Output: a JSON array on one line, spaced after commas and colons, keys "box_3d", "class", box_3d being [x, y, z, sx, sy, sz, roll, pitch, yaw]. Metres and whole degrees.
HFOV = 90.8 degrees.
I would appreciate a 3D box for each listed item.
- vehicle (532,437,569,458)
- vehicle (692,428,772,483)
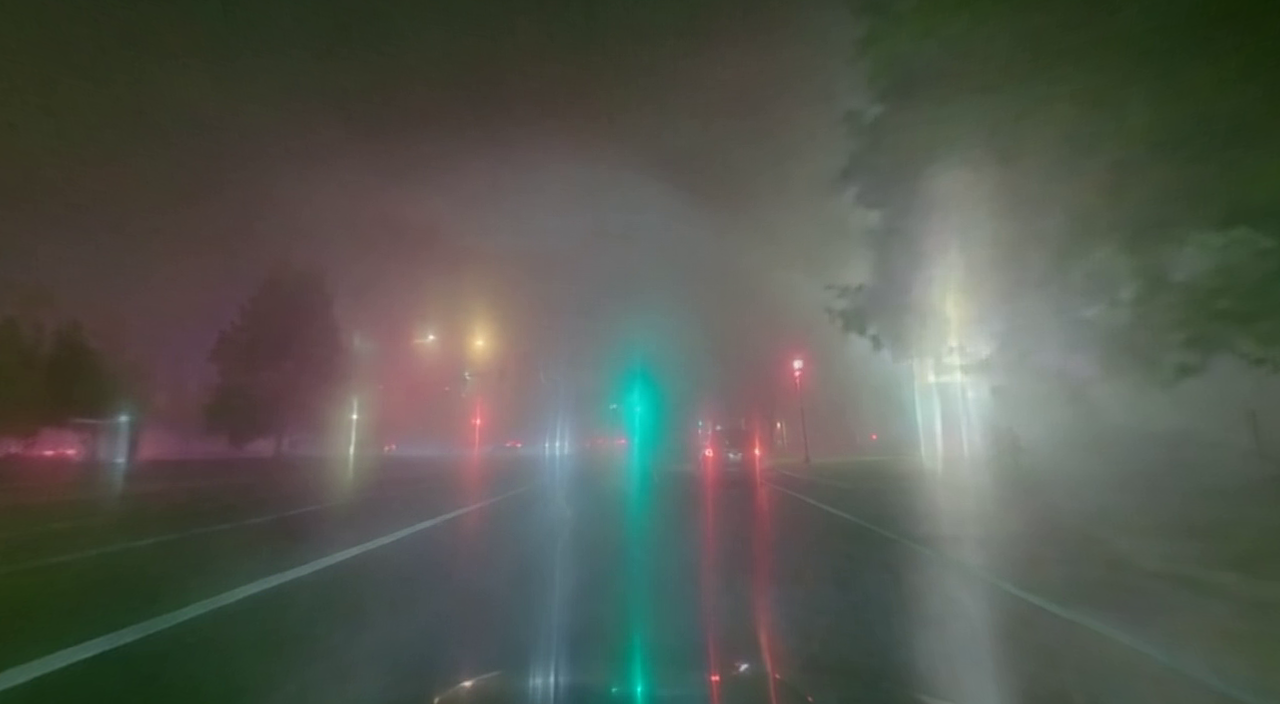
[{"box_3d": [-6.625, 7.094, 47.118, 1.924, 1.458, 4.448, -1, -8, 2], "class": "vehicle"}, {"box_3d": [3.027, 3.528, 21.710, 2.230, 1.683, 4.204, 0, -8, 2], "class": "vehicle"}]
